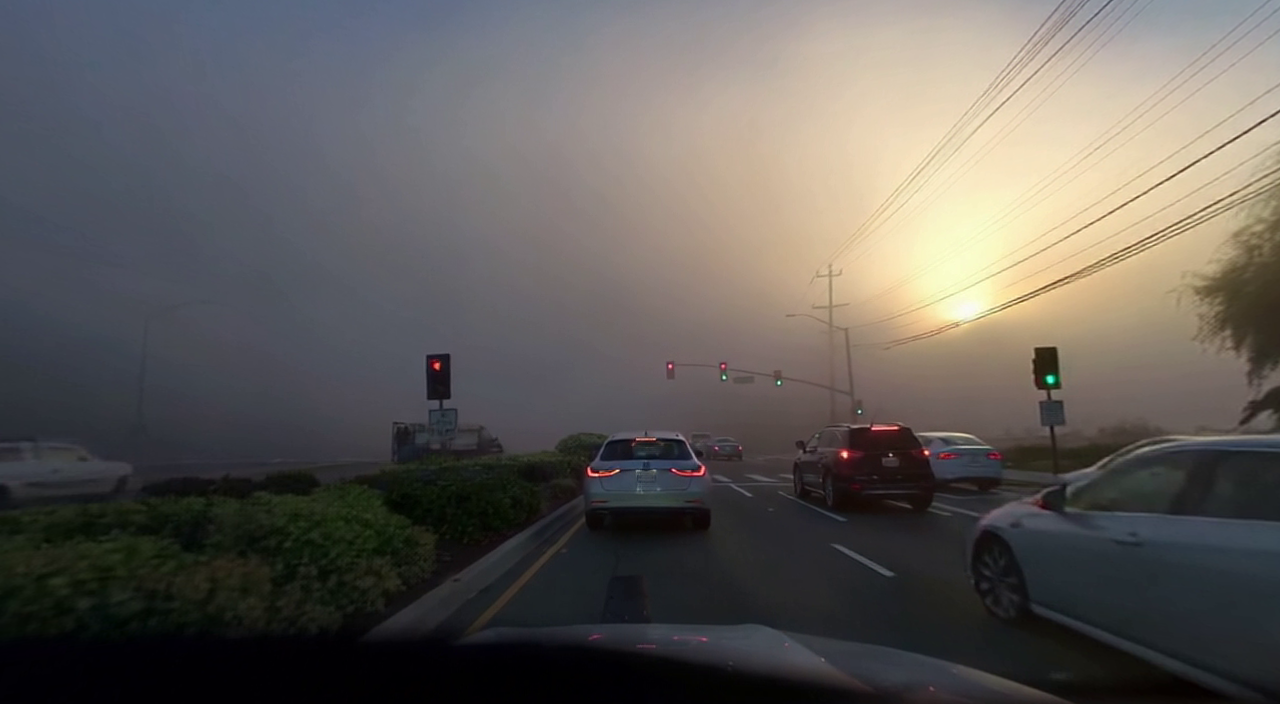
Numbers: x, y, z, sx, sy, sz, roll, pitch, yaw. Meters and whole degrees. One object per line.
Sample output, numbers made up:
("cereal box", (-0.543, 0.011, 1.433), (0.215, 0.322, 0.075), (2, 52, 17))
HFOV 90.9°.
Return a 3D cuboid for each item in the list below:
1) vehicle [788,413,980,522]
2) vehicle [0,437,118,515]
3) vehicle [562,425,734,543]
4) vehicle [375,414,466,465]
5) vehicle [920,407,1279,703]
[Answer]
("vehicle", (4.476, 2.197, 12.442), (2.140, 1.753, 4.256), (0, -8, 1))
("vehicle", (-17.556, 3.265, 16.703), (2.262, 1.967, 5.814), (-1, -8, 3))
("vehicle", (0.128, 2.030, 10.354), (2.208, 1.498, 4.401), (0, -8, 1))
("vehicle", (-15.666, 6.430, 45.848), (2.934, 3.328, 8.716), (-1, -8, 4))
("vehicle", (3.548, 1.091, 3.426), (2.028, 1.454, 4.531), (0, -8, 1))
